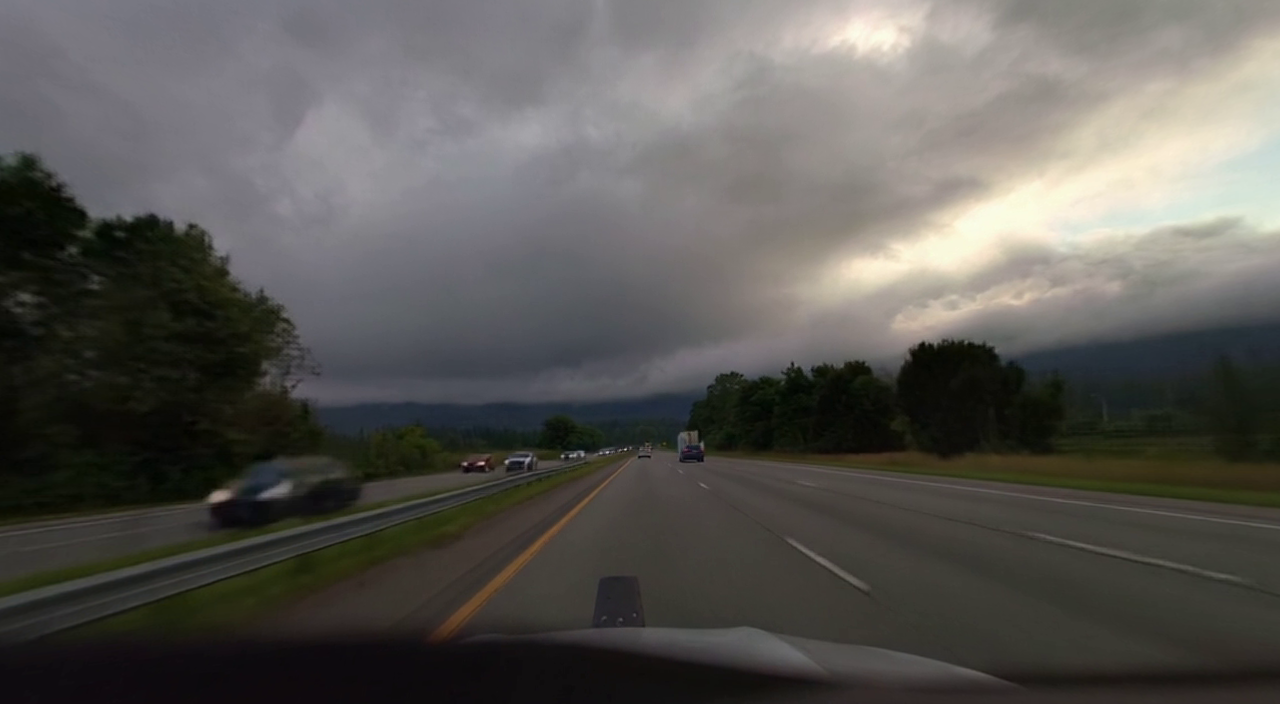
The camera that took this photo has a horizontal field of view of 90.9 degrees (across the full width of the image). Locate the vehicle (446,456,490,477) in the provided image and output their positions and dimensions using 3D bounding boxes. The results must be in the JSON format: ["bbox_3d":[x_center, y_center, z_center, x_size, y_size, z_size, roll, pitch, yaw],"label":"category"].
[{"bbox_3d":[-12.685,8.456,46.750,1.975,1.470,4.375,0,-9,1],"label":"vehicle"}]

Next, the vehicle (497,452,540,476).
[{"bbox_3d":[-8.309,7.735,43.641,2.003,1.517,4.753,0,-9,0],"label":"vehicle"}]

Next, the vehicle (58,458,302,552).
[{"bbox_3d":[-8.587,2.845,12.285,1.837,1.461,3.814,0,-9,0],"label":"vehicle"}]
